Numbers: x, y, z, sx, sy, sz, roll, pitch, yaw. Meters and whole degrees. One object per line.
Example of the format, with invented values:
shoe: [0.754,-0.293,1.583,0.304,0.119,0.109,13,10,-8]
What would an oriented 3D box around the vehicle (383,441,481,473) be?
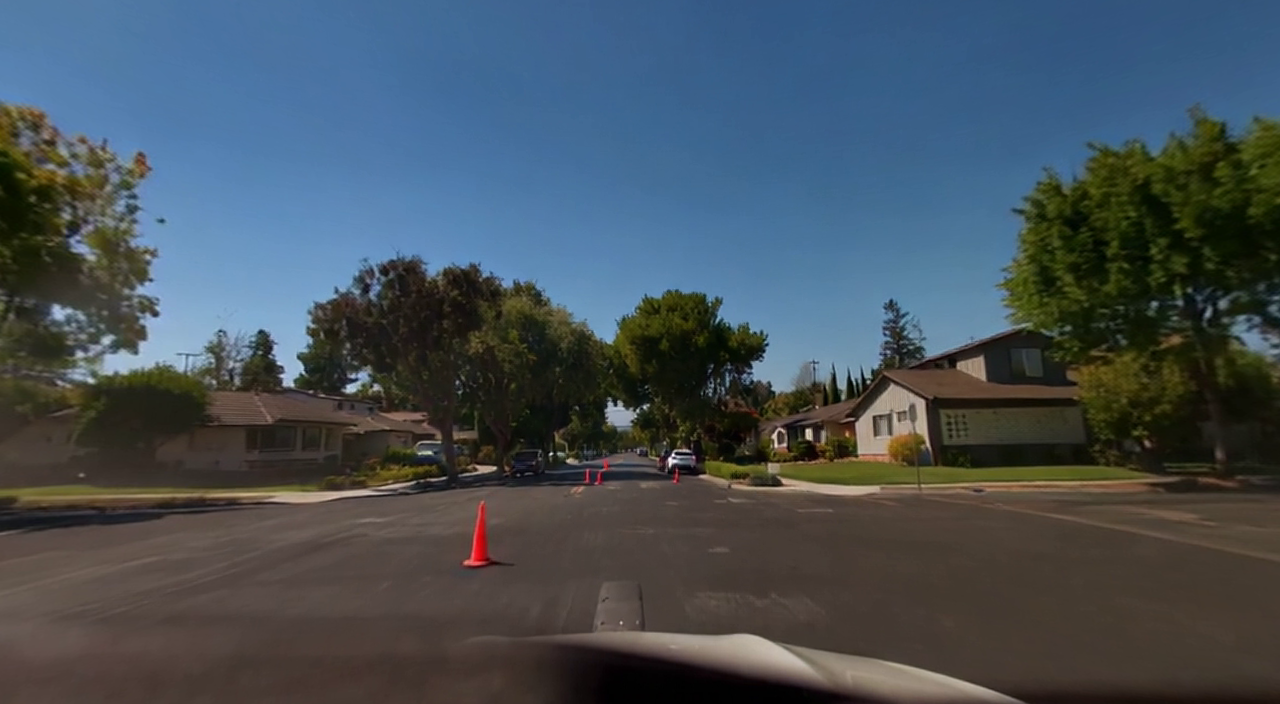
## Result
vehicle: [-15.765,7.998,48.252,6.526,2.046,2.522,3,-9,-2]

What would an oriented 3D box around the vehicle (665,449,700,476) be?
vehicle: [2.689,7.147,41.050,1.896,1.602,4.571,0,-9,-1]

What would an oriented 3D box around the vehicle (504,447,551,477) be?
vehicle: [-7.638,7.574,43.475,2.266,1.877,5.167,-1,-10,0]
